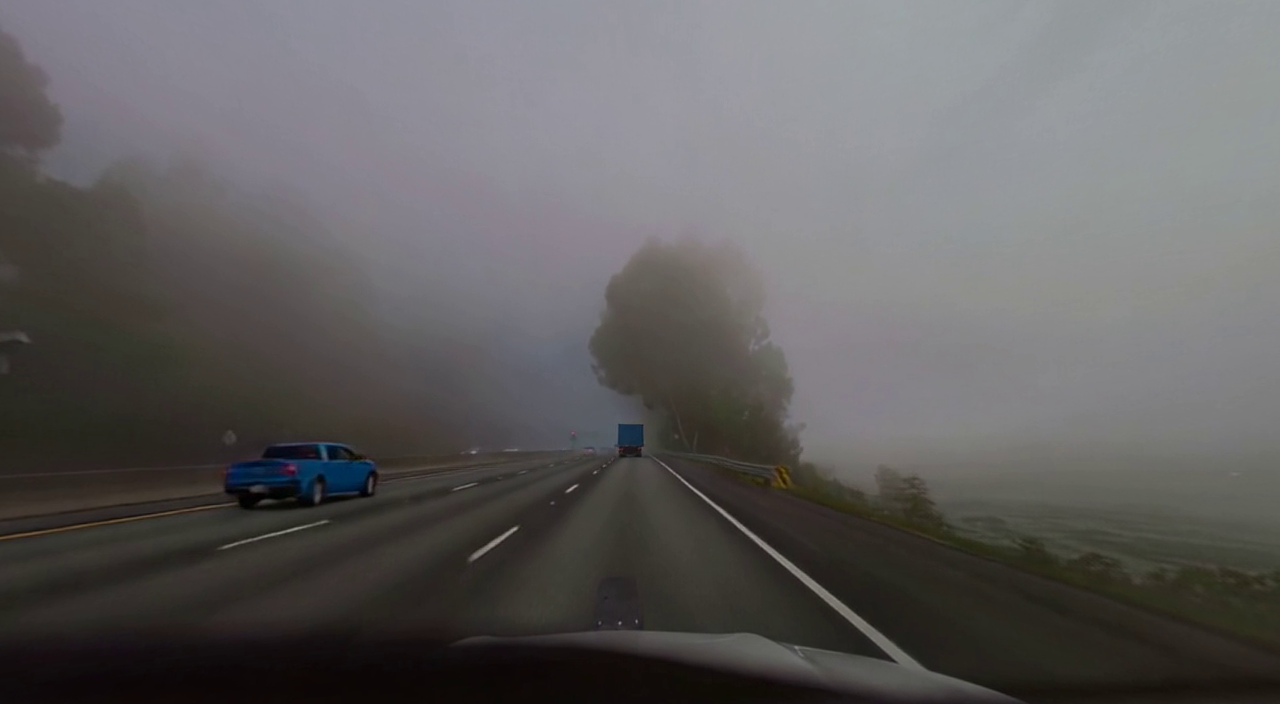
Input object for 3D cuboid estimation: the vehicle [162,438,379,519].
[{"bbox_3d":[-7.913,2.722,14.220,2.155,1.504,4.490,0,-8,0],"label":"vehicle"}]
